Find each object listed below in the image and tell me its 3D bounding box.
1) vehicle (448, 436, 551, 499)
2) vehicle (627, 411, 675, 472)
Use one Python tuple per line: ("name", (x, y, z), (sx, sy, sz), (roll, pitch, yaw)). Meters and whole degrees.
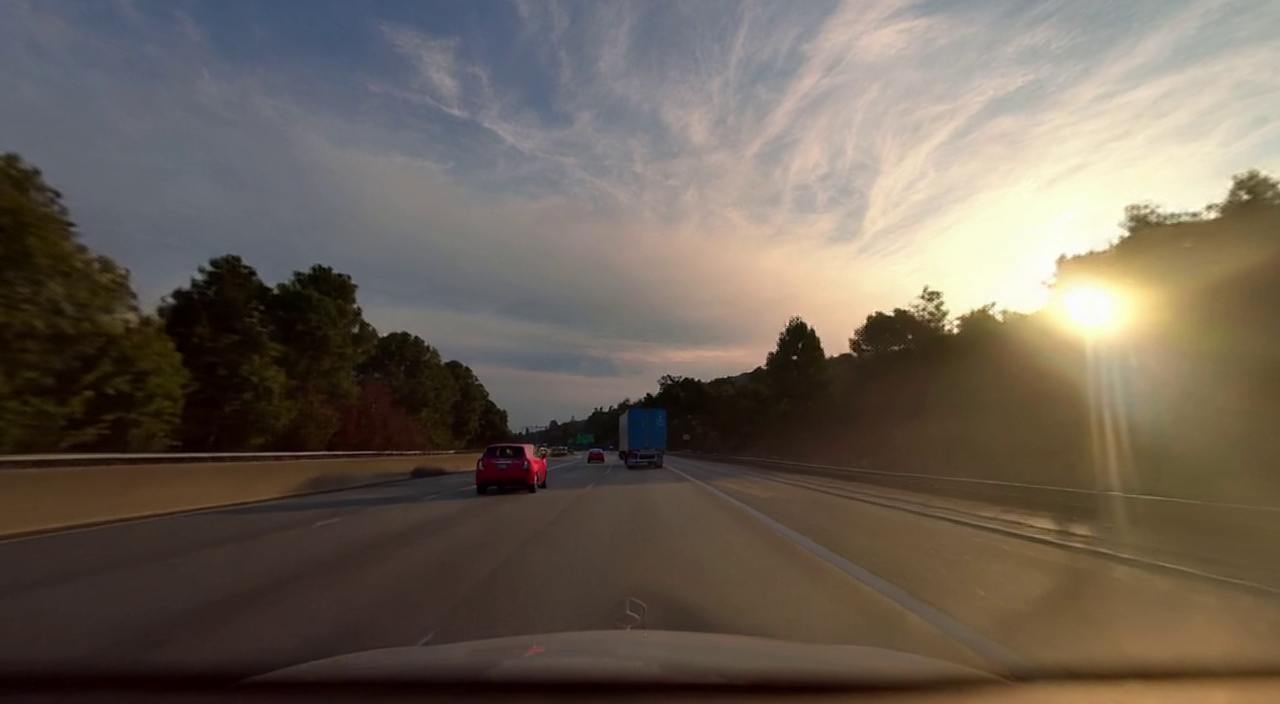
("vehicle", (-3.875, 3.262, 18.149), (1.977, 1.602, 3.944), (0, -9, 1))
("vehicle", (0.588, 6.125, 42.775), (2.893, 3.628, 9.081), (0, -9, -1))
